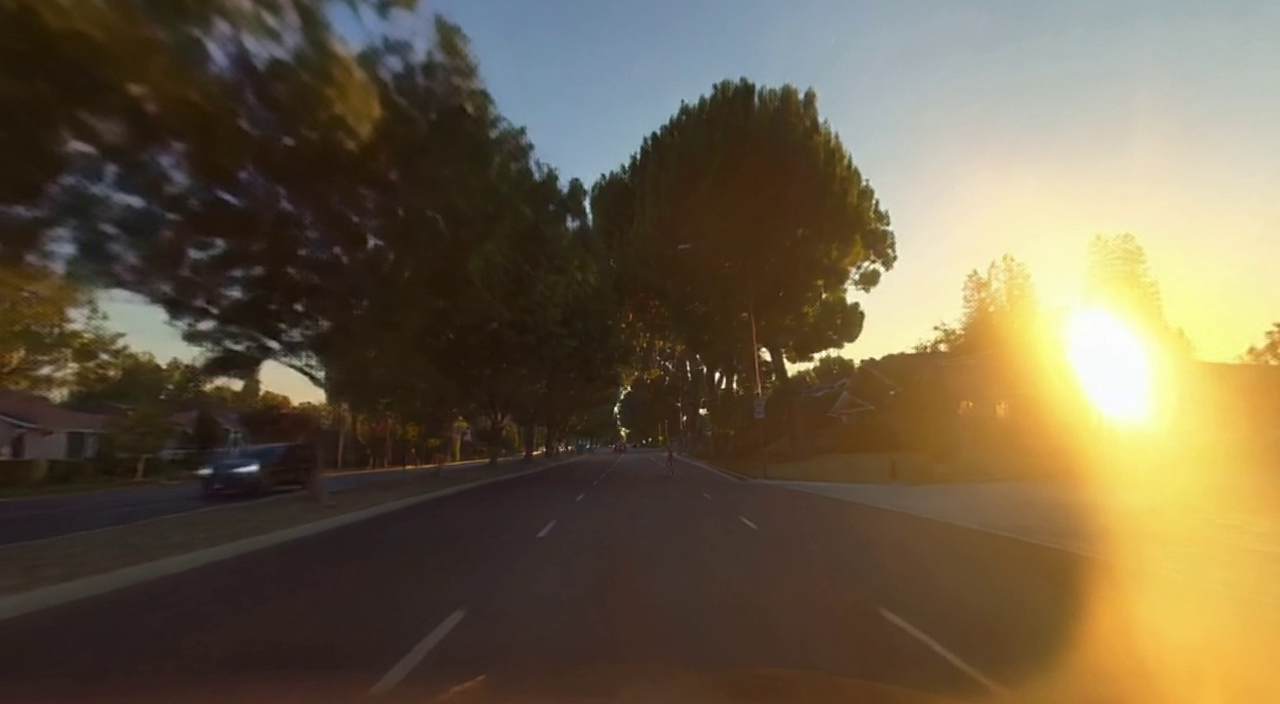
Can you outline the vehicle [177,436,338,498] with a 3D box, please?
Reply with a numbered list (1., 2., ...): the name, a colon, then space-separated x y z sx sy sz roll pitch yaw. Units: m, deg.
1. vehicle: -11.491 3.451 19.463 2.070 1.669 4.576 0 -8 0
